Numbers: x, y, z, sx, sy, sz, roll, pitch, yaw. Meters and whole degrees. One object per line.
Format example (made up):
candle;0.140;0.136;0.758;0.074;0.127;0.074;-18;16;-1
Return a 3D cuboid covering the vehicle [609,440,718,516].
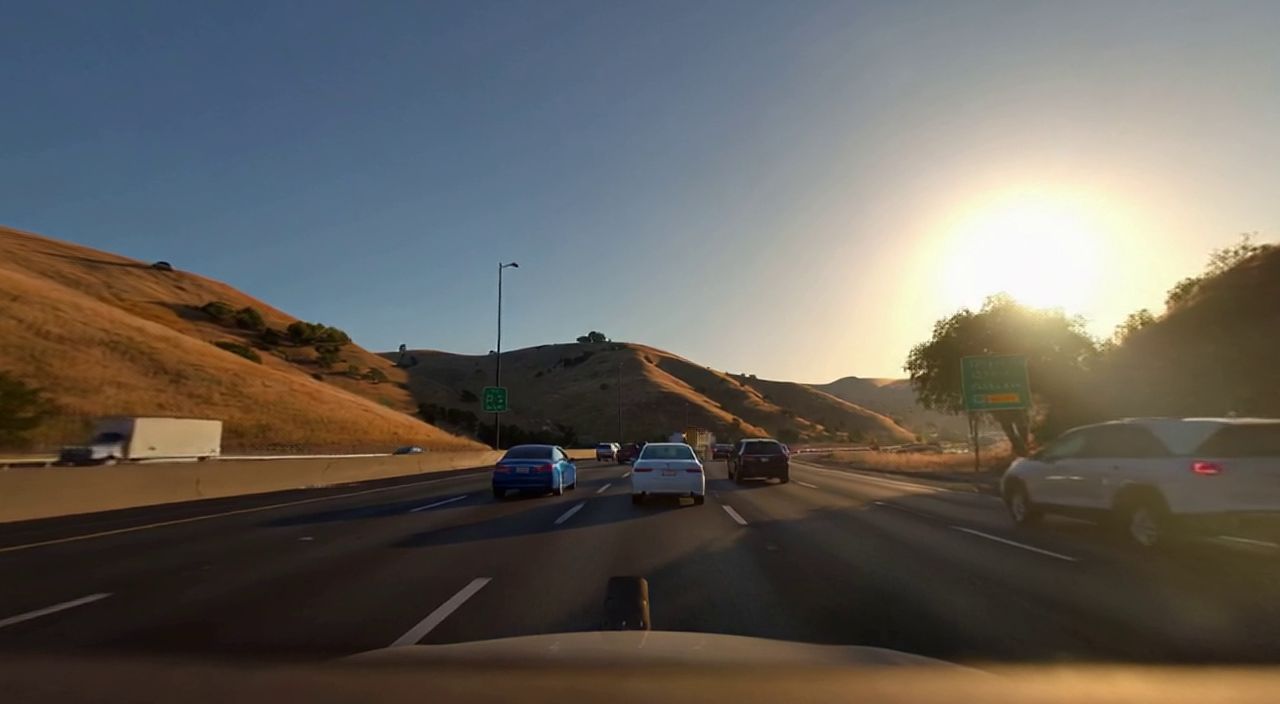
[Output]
vehicle;0.510;2.709;14.071;2.072;1.431;3.904;0;-9;2

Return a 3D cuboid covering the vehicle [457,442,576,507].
vehicle;-3.015;3.090;16.456;2.017;1.446;4.384;-1;-9;3

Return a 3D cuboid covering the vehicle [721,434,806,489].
vehicle;4.191;3.794;22.232;2.083;1.693;4.740;0;-9;1

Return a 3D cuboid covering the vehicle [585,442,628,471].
vehicle;-1.936;6.245;37.868;2.034;1.572;4.444;-1;-9;4

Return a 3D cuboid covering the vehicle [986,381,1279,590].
vehicle;6.802;1.523;7.873;2.210;1.831;4.843;0;-9;0

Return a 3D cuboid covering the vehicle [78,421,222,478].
vehicle;-27.751;5.575;36.207;2.798;2.946;6.499;-1;-9;2
